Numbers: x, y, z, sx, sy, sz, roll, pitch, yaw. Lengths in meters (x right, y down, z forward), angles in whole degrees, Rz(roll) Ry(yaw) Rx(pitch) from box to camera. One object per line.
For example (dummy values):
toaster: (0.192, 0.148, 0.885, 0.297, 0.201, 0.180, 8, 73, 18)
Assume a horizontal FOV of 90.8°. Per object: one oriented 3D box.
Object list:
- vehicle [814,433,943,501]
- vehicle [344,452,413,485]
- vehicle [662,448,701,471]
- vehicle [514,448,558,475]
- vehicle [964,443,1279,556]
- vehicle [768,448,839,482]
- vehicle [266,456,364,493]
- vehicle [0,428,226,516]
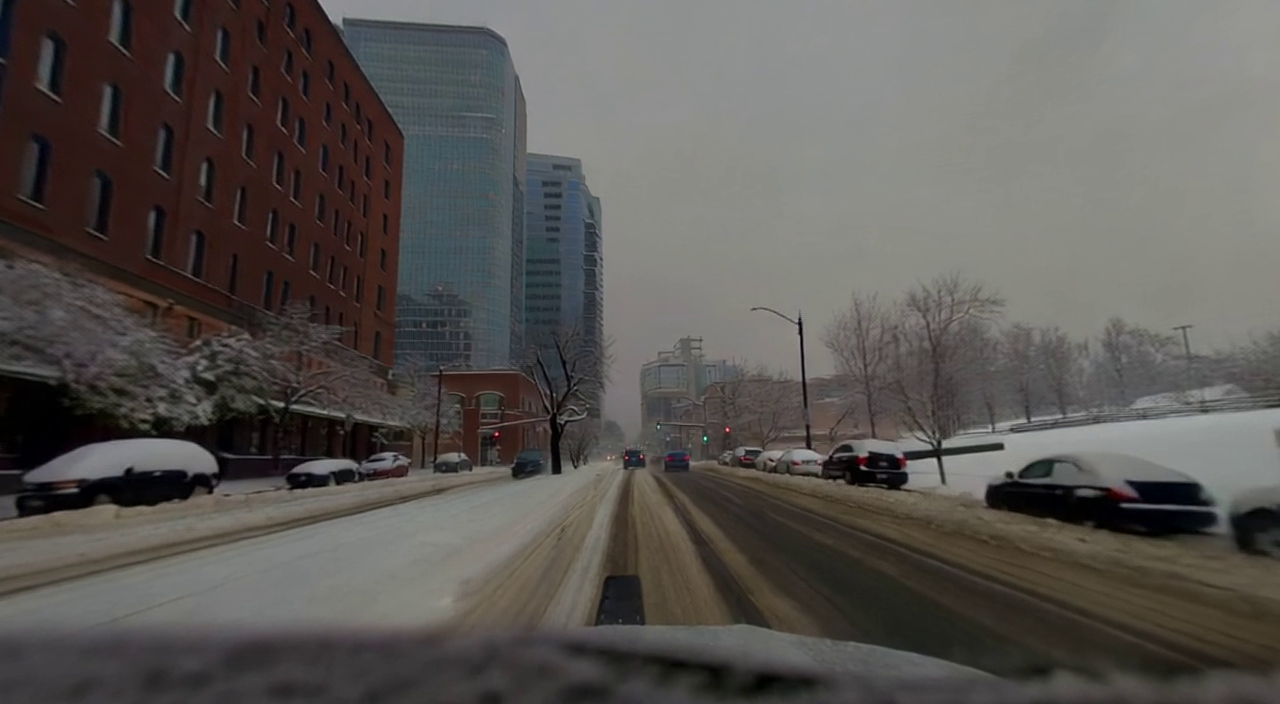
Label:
vehicle: (7.897, 3.867, 21.618, 2.305, 1.984, 5.002, -1, -9, -1)
vehicle: (-15.128, 6.727, 36.820, 2.063, 1.735, 4.317, 0, -8, 1)
vehicle: (2.742, 7.297, 43.179, 2.238, 1.499, 4.964, 0, -8, -1)
vehicle: (-6.532, 6.891, 40.039, 2.048, 1.615, 4.453, 0, -9, 0)
vehicle: (7.863, 2.376, 10.941, 2.018, 1.489, 4.620, -1, -9, 0)
vehicle: (7.847, 5.480, 30.860, 2.030, 1.444, 4.832, -1, -9, -2)
vehicle: (-14.990, 5.665, 29.487, 1.953, 1.456, 4.690, 0, -8, 2)
vehicle: (-14.327, 3.338, 17.343, 2.330, 2.013, 5.310, 0, -12, -1)
